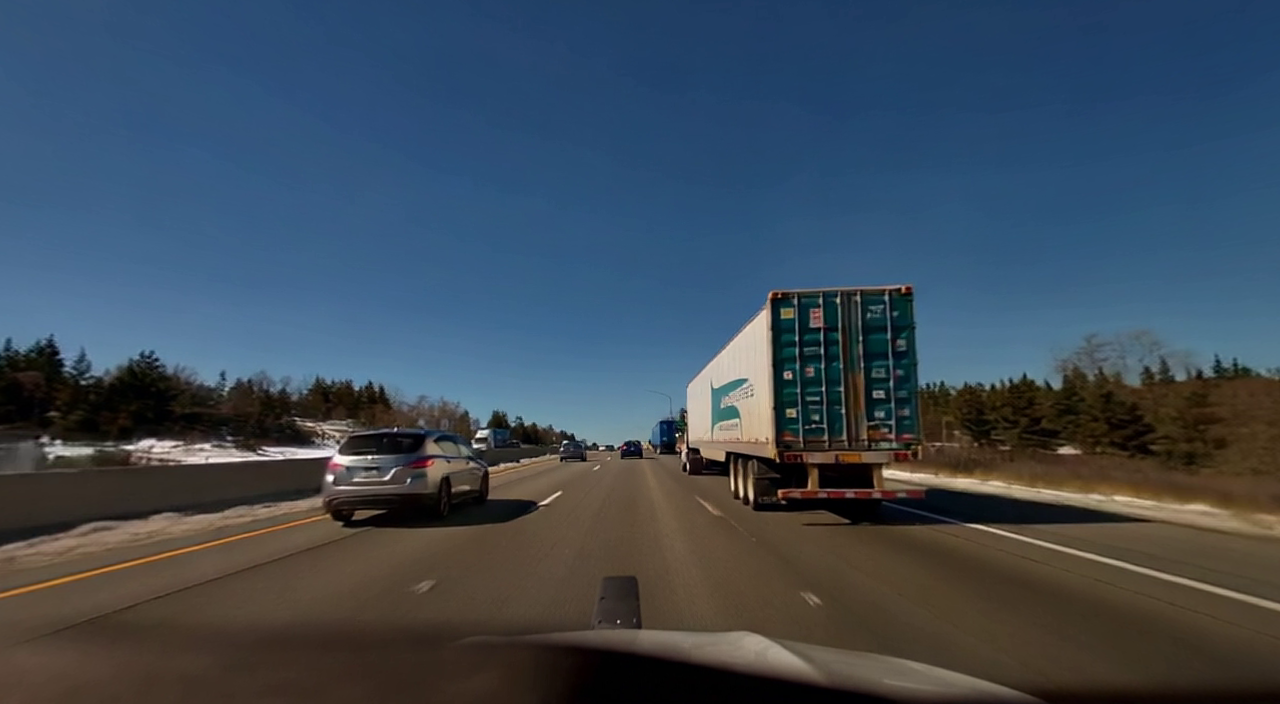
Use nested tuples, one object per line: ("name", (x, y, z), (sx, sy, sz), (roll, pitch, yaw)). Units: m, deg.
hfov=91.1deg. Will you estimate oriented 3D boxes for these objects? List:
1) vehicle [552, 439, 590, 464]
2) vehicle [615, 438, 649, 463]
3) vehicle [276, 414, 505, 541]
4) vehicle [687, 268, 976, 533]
("vehicle", (-4.391, 6.365, 40.489), (2.021, 1.514, 4.190), (0, -8, 0))
("vehicle", (-0.536, 6.460, 41.517), (2.088, 1.567, 4.240), (0, -8, -1))
("vehicle", (-3.831, 1.983, 10.690), (2.054, 1.671, 4.445), (0, -8, 0))
("vehicle", (3.424, 1.664, 16.855), (2.959, 4.058, 14.485), (0, -8, -1))
